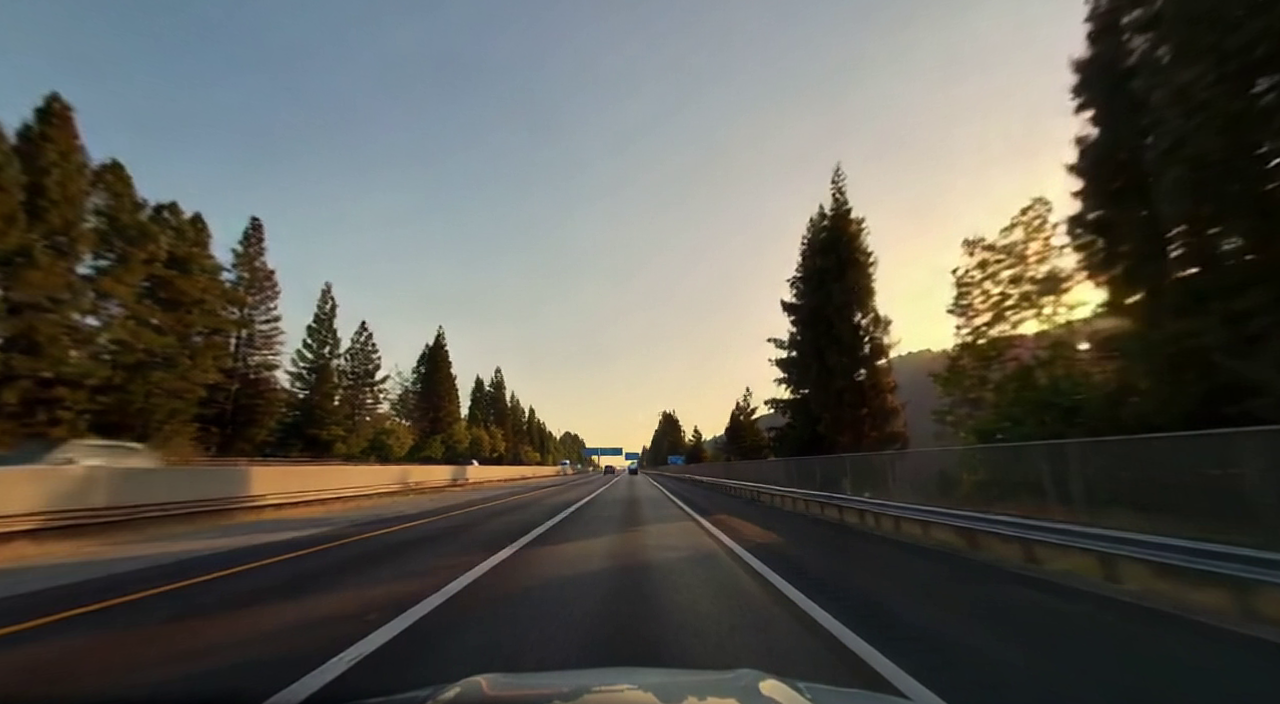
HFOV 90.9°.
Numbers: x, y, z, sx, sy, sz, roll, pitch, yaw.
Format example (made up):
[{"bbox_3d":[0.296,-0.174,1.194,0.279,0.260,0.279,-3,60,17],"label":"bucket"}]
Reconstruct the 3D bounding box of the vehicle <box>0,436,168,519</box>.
[{"bbox_3d":[-12.297,2.581,13.180,1.830,1.454,3.815,1,-11,0],"label":"vehicle"}]
